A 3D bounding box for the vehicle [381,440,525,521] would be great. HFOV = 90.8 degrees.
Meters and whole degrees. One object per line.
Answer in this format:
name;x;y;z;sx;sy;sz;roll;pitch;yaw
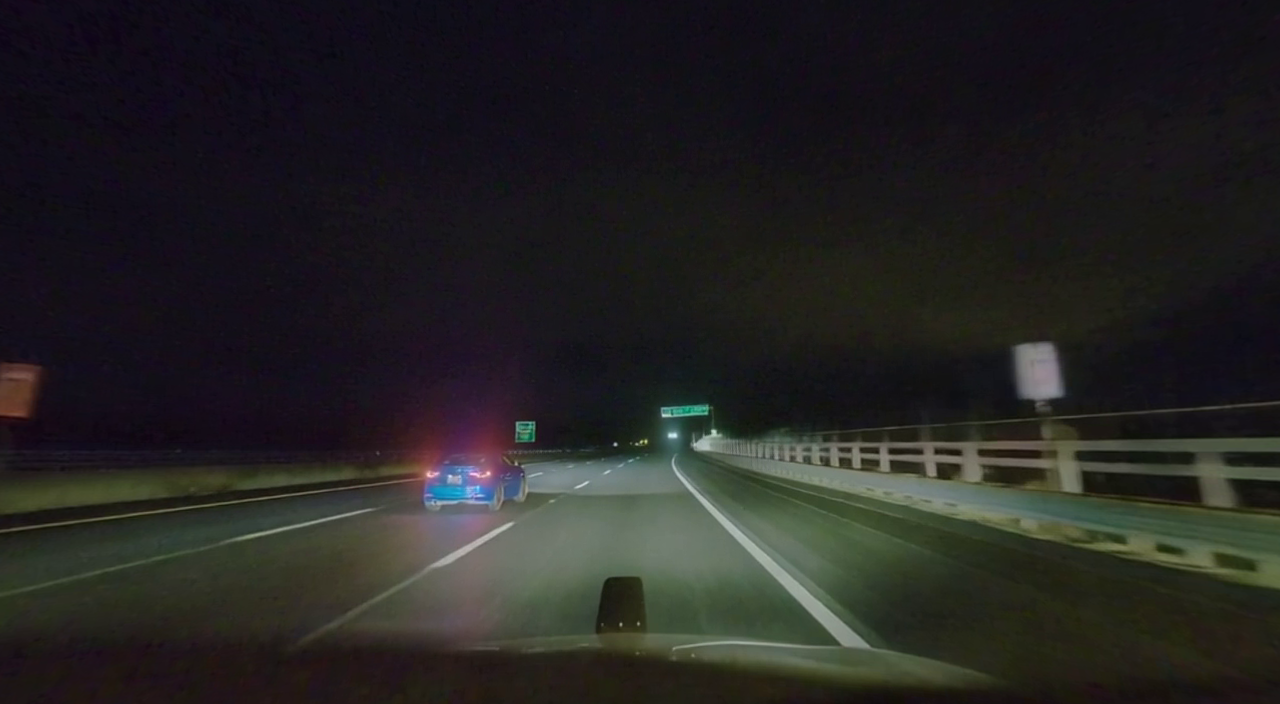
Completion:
vehicle;-3.882;2.719;13.850;1.928;1.504;3.745;0;-9;1
